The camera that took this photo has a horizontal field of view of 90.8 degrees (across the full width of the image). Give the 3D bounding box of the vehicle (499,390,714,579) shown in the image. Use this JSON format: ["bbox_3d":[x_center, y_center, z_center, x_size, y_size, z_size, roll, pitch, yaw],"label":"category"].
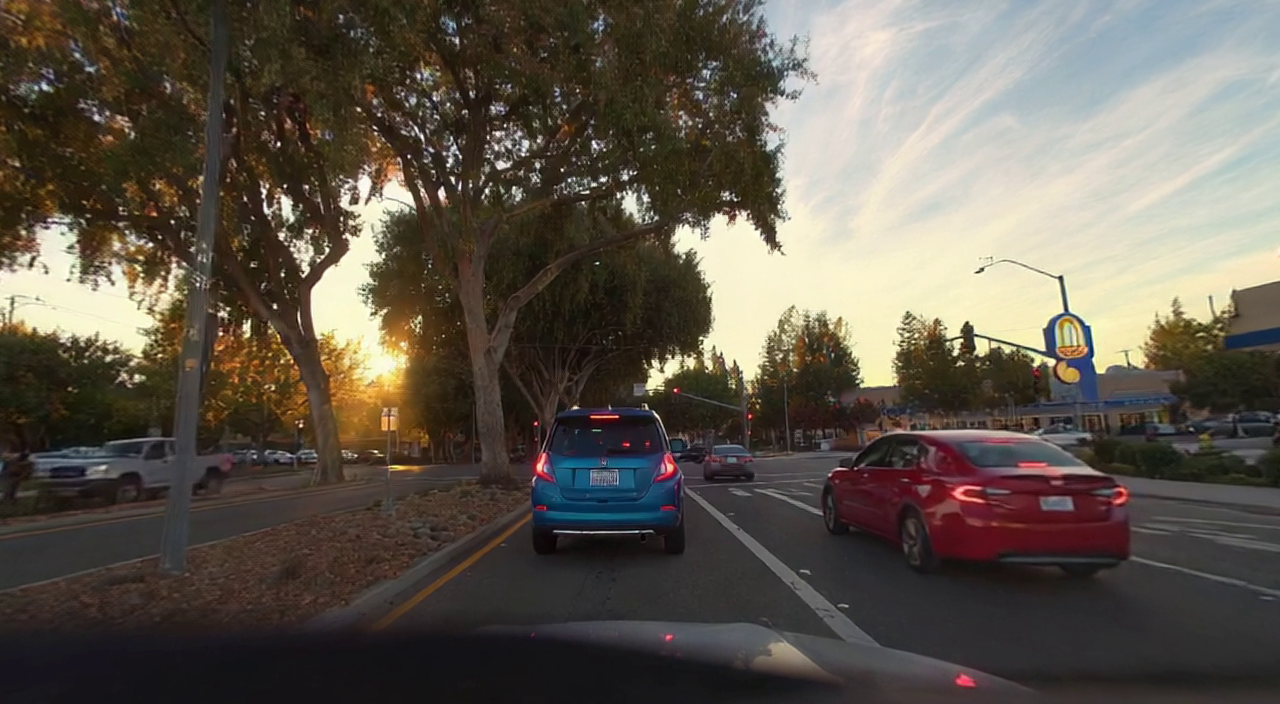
[{"bbox_3d":[-0.299,1.644,8.606,2.096,1.837,4.687,0,-9,1],"label":"vehicle"}]

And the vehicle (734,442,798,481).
[{"bbox_3d":[5.223,4.554,26.666,1.883,1.496,4.236,0,-9,1],"label":"vehicle"}]

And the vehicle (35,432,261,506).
[{"bbox_3d":[-12.765,3.049,16.958,2.108,1.683,4.861,0,-9,0],"label":"vehicle"}]

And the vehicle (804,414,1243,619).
[{"bbox_3d":[3.570,1.618,7.303,2.098,1.555,4.778,0,-9,0],"label":"vehicle"}]
